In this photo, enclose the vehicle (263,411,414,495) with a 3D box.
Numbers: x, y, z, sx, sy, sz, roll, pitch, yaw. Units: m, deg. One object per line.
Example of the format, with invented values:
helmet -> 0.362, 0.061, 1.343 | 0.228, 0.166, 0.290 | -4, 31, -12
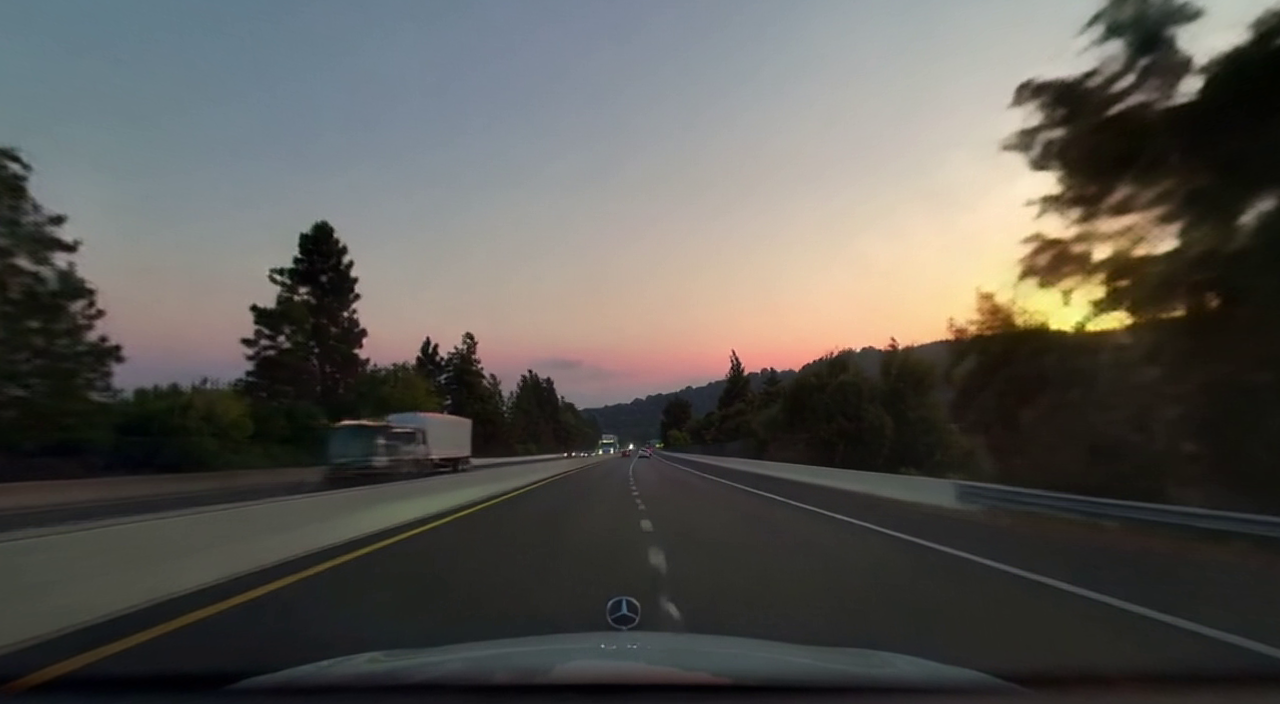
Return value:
vehicle -> -10.983, 3.799, 23.839 | 2.597, 2.717, 6.297 | 0, -9, -1
